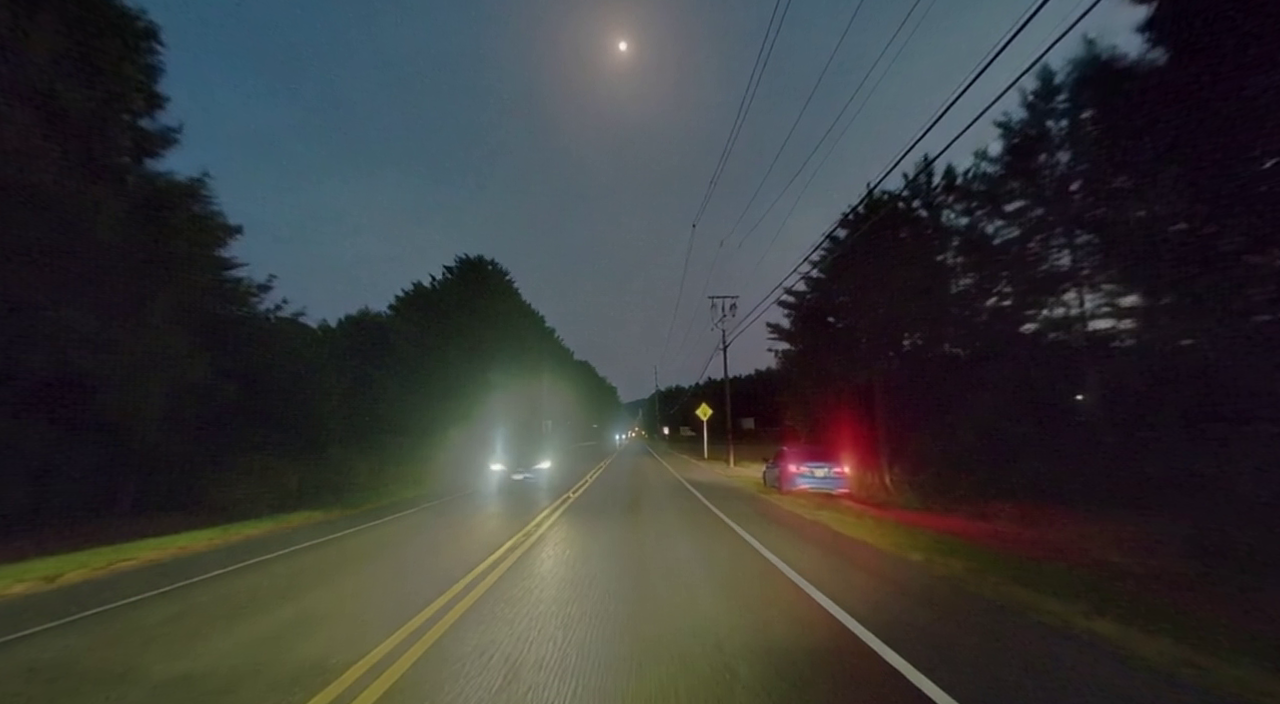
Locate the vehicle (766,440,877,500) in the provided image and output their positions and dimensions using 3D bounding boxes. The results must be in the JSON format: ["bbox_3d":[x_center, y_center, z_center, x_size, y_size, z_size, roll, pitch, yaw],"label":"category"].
[{"bbox_3d":[5.021,3.286,18.131,1.905,1.482,4.240,0,-8,0],"label":"vehicle"}]

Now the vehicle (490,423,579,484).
[{"bbox_3d":[-3.220,3.214,20.209,2.023,1.722,4.372,0,-8,1],"label":"vehicle"}]
